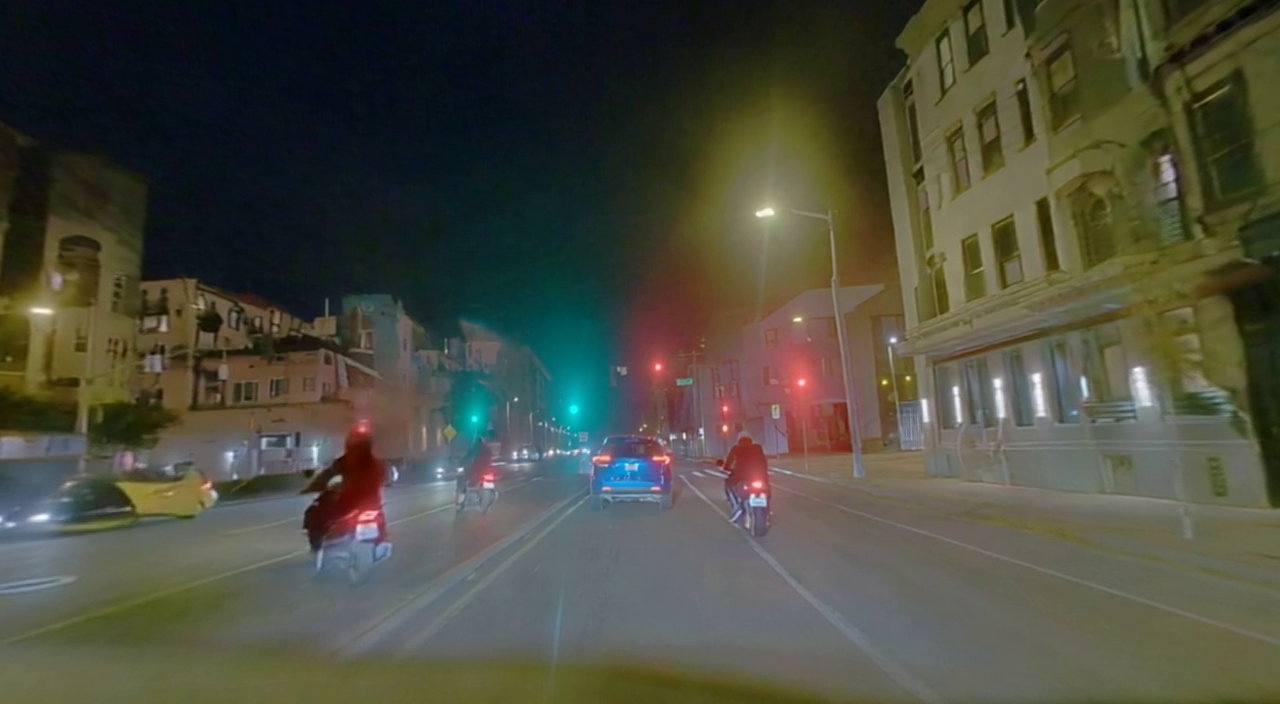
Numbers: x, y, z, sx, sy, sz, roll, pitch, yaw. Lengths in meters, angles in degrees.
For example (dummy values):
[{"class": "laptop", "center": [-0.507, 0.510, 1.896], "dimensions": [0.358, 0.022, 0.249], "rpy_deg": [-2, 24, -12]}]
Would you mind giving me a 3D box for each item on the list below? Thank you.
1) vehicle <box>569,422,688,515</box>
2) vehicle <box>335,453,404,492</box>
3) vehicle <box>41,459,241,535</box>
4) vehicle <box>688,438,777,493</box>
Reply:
[{"class": "vehicle", "center": [-0.201, 2.531, 14.138], "dimensions": [2.265, 1.748, 4.130], "rpy_deg": [0, -9, 0]}, {"class": "vehicle", "center": [-13.747, 6.124, 32.364], "dimensions": [1.871, 1.786, 4.386], "rpy_deg": [0, -9, -4]}, {"class": "vehicle", "center": [-13.706, 3.953, 17.805], "dimensions": [1.926, 1.732, 4.635], "rpy_deg": [0, -9, -2]}, {"class": "vehicle", "center": [2.719, 3.468, 19.606], "dimensions": [2.101, 1.507, 4.355], "rpy_deg": [0, -9, 0]}]
